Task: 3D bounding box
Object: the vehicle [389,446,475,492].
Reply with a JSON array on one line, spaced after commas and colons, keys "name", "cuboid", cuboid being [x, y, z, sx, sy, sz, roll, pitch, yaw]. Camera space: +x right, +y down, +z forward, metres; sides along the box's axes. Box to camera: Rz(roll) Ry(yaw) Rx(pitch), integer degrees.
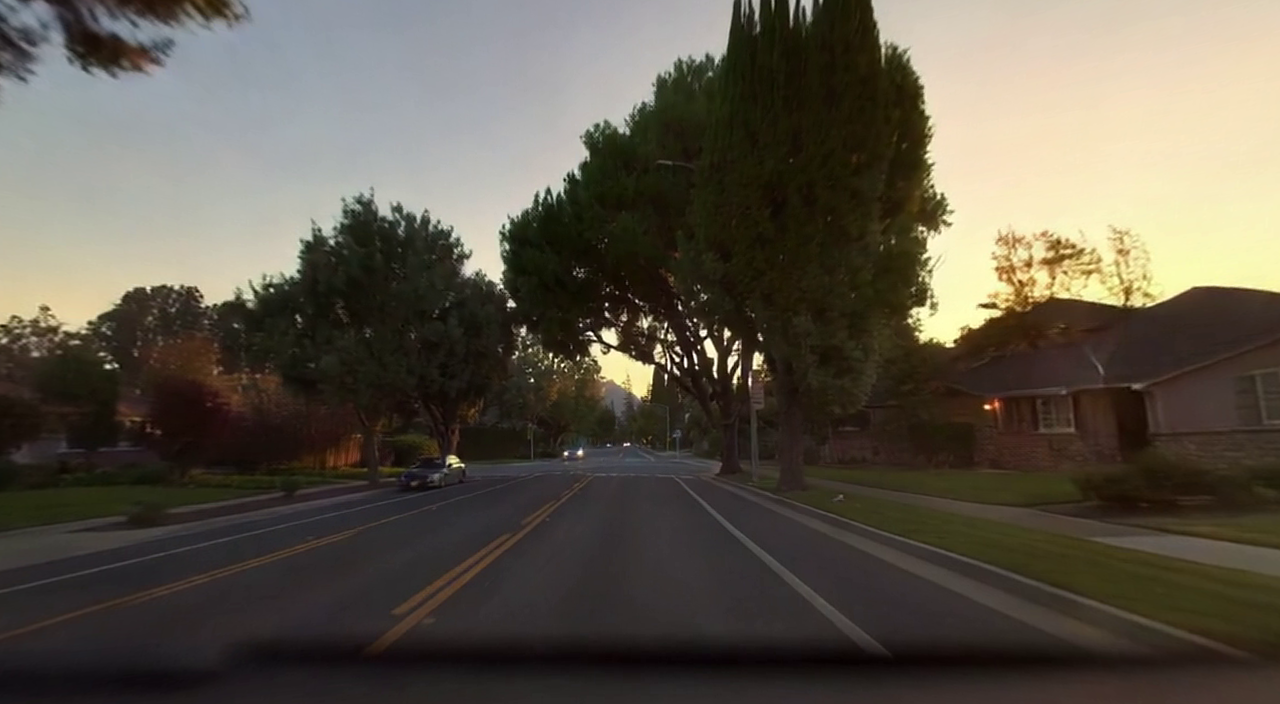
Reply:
[{"name": "vehicle", "cuboid": [-7.911, 4.470, 24.447, 1.880, 1.469, 4.221, -4, -9, 0]}]
